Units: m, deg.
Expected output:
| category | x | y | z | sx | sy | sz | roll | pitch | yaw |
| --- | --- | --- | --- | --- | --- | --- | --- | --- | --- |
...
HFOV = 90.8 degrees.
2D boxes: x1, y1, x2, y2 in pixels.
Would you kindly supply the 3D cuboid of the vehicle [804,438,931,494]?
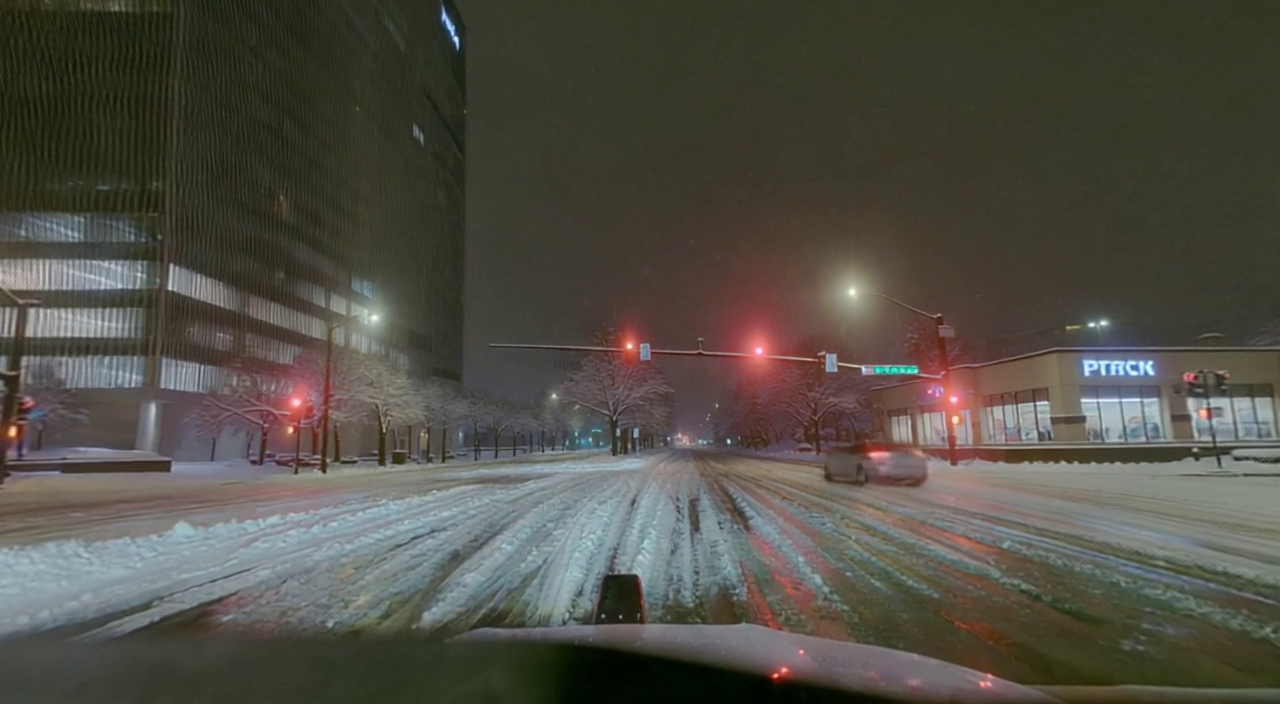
| category | x | y | z | sx | sy | sz | roll | pitch | yaw |
| --- | --- | --- | --- | --- | --- | --- | --- | --- | --- |
| vehicle | 6.578 | 3.339 | 18.906 | 1.988 | 1.466 | 4.529 | 0 | -8 | -2 |
